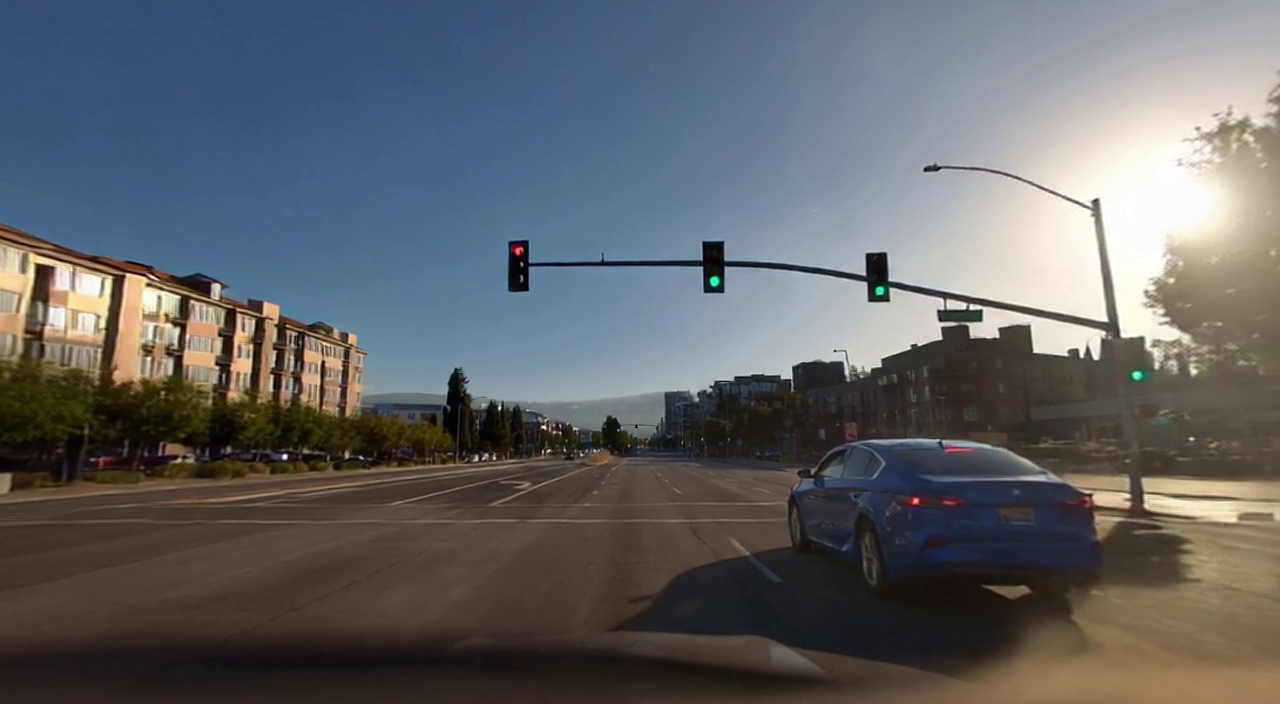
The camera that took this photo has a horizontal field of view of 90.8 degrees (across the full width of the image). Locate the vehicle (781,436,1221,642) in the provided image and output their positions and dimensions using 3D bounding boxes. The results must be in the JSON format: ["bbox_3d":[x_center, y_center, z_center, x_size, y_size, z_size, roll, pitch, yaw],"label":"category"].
[{"bbox_3d":[3.126,1.692,6.915,2.015,1.455,4.615,0,-9,-1],"label":"vehicle"}]
